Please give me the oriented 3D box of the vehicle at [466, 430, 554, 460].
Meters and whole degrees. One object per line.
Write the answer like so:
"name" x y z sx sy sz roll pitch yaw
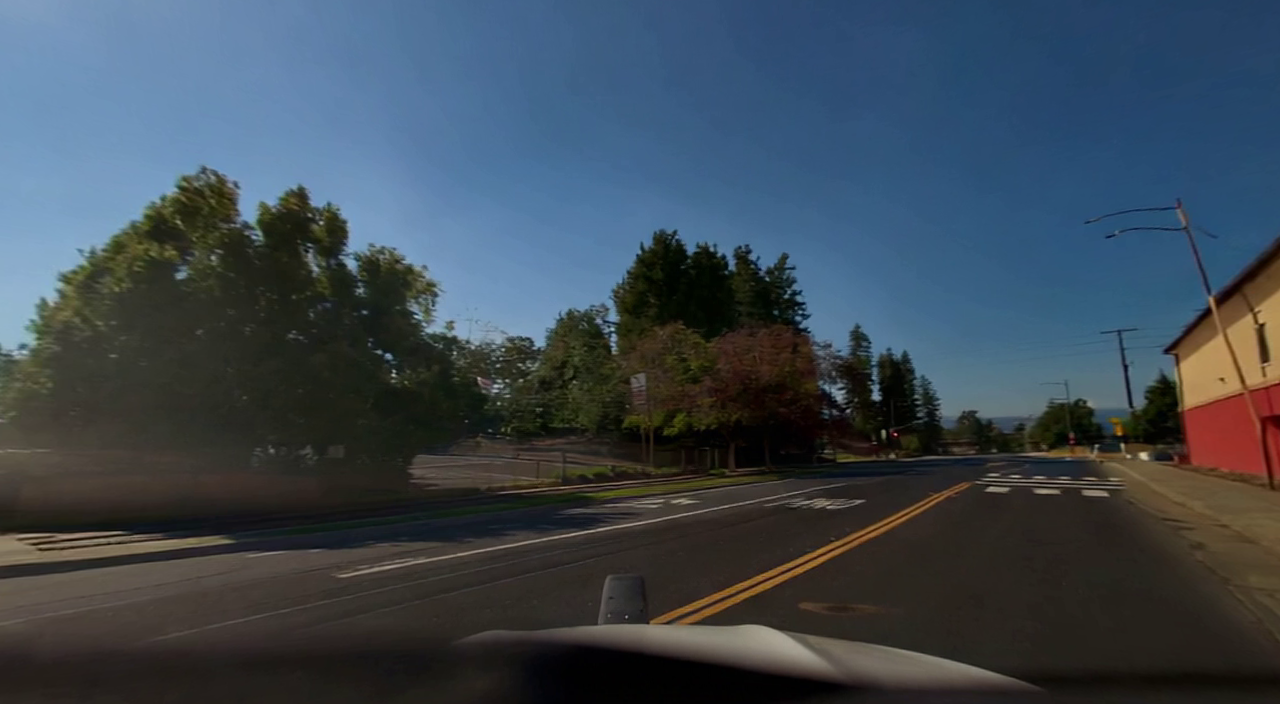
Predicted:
"vehicle" -7.939 5.629 38.299 5.035 1.666 2.449 -6 -9 36
